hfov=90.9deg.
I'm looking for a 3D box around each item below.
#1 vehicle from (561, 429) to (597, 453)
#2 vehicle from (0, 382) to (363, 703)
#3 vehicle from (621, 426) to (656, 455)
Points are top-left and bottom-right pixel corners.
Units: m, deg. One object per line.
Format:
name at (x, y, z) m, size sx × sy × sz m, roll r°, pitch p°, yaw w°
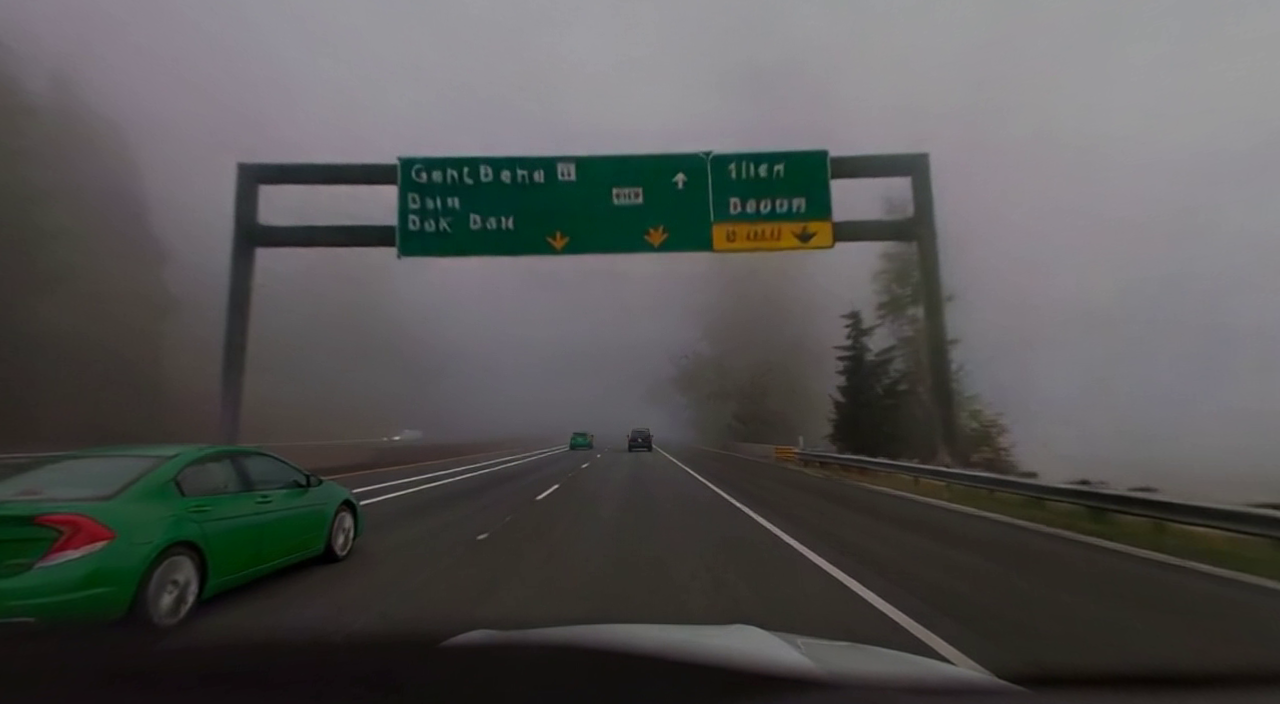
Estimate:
vehicle at (-4.269, 6.304, 44.590) m, size 2.055 × 1.610 × 4.116 m, roll 0°, pitch -8°, yaw 1°
vehicle at (-3.924, 1.124, 4.641) m, size 1.958 × 1.486 × 3.988 m, roll 0°, pitch -8°, yaw 0°
vehicle at (-0.105, 5.771, 41.152) m, size 2.170 × 1.790 × 4.490 m, roll 0°, pitch -8°, yaw -1°
